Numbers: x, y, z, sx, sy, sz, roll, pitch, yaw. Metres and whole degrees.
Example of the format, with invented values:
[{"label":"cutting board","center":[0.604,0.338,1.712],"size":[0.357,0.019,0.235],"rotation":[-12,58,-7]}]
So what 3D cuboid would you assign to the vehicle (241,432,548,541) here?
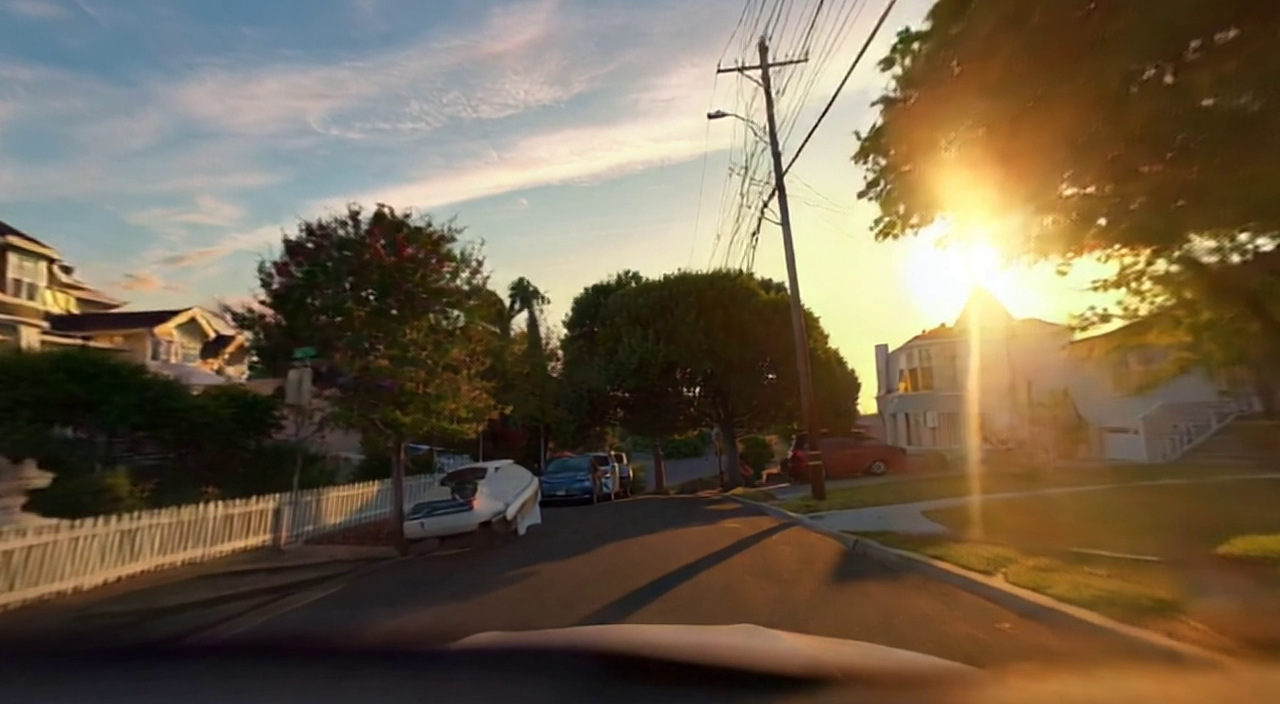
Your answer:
[{"label":"vehicle","center":[-4.223,2.480,11.668],"size":[4.537,1.595,2.471],"rotation":[2,-12,2]}]

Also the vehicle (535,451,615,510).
[{"label":"vehicle","center":[-1.916,4.004,20.217],"size":[2.081,1.589,4.691],"rotation":[0,-8,0]}]

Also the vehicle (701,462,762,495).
[{"label":"vehicle","center":[4.985,6.775,34.091],"size":[3.005,1.535,4.025],"rotation":[-2,-9,10]}]

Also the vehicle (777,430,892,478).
[{"label":"vehicle","center":[8.157,4.278,26.833],"size":[4.249,1.905,1.904],"rotation":[0,-7,0]}]
